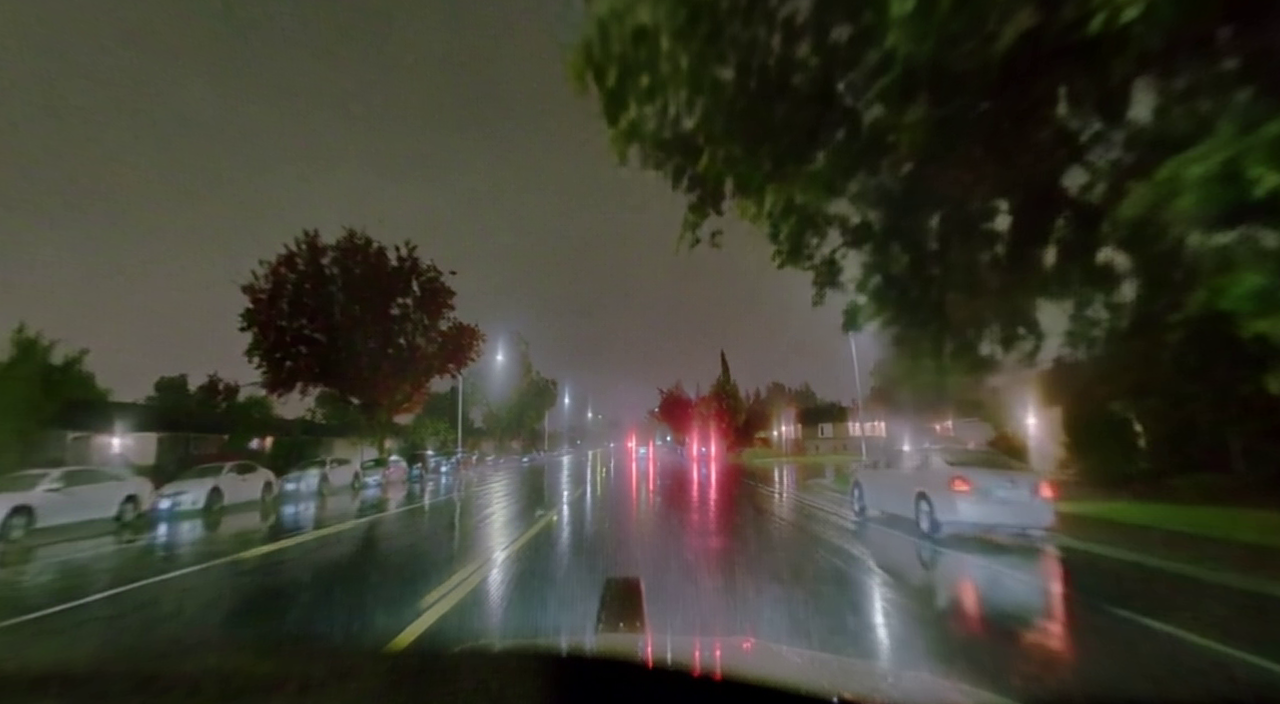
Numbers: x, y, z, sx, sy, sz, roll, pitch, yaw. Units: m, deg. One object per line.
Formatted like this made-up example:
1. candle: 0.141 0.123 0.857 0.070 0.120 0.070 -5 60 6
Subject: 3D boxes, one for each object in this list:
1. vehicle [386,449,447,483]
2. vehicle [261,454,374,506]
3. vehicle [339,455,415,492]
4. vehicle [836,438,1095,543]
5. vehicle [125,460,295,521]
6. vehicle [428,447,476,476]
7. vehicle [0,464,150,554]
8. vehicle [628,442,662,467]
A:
1. vehicle: -12.642 6.449 36.025 1.938 1.738 4.516 0 -9 -1
2. vehicle: -12.242 4.849 24.423 1.905 1.503 5.015 -4 -7 -2
3. vehicle: -12.469 5.752 30.213 1.810 1.399 4.285 -4 -9 0
4. vehicle: 5.263 2.279 11.172 1.978 1.438 4.716 0 -9 -1
5. vehicle: -12.401 3.981 18.689 1.916 1.463 4.564 0 -9 -2
6. vehicle: -12.531 7.304 42.441 1.904 1.805 5.100 0 -9 -3
7. vehicle: -12.498 3.098 12.775 1.877 1.505 4.125 0 -9 -1
8. vehicle: 0.285 6.393 39.639 2.022 1.471 3.973 0 -9 -1
